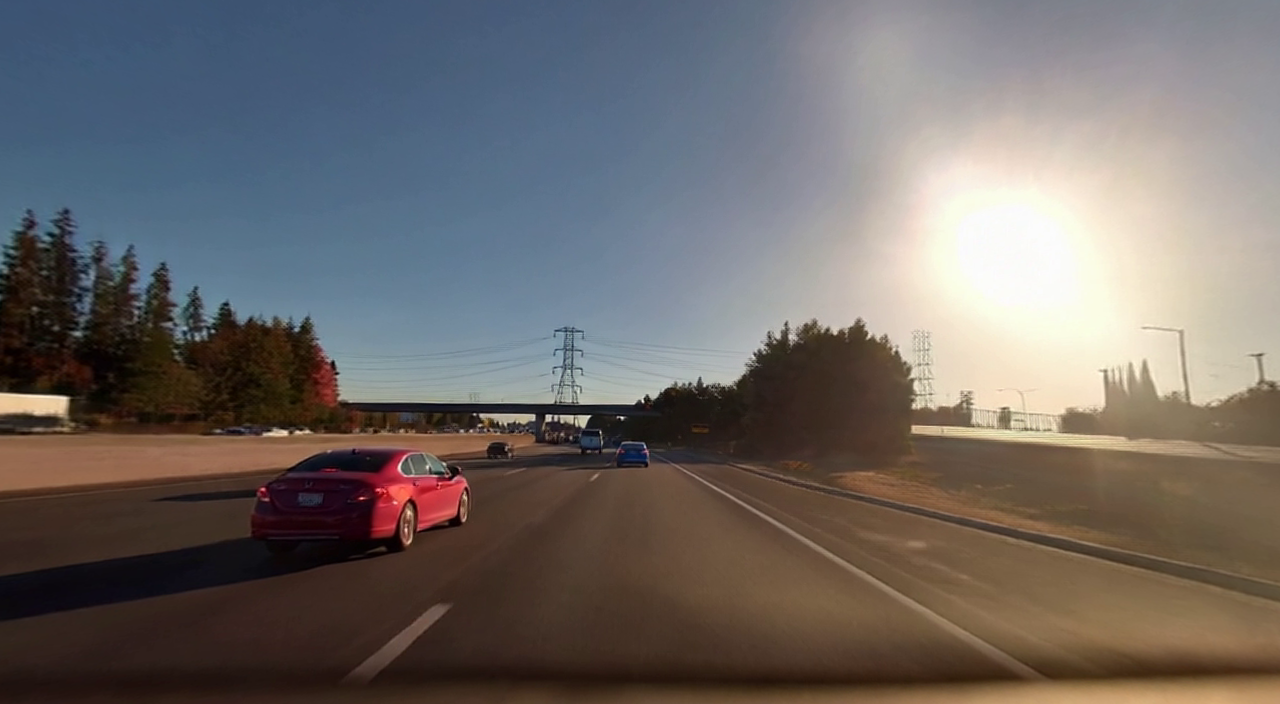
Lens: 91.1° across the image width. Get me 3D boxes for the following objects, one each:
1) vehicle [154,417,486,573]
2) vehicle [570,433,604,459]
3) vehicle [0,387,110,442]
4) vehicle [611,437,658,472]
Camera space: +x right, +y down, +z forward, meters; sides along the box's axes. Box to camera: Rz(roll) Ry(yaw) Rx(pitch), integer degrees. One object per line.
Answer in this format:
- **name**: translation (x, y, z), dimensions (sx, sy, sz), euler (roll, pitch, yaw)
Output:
- **vehicle**: translation (-3.724, 1.738, 8.531), dimensions (2.035, 1.514, 4.600), euler (0, -8, 1)
- **vehicle**: translation (-3.917, 7.005, 46.936), dimensions (2.174, 1.806, 3.932), euler (0, -8, 0)
- **vehicle**: translation (-46.290, 4.709, 46.337), dimensions (2.805, 3.776, 13.304), euler (0, -8, -1)
- **vehicle**: translation (-0.259, 4.554, 28.108), dimensions (1.954, 1.460, 3.983), euler (0, -8, -1)
